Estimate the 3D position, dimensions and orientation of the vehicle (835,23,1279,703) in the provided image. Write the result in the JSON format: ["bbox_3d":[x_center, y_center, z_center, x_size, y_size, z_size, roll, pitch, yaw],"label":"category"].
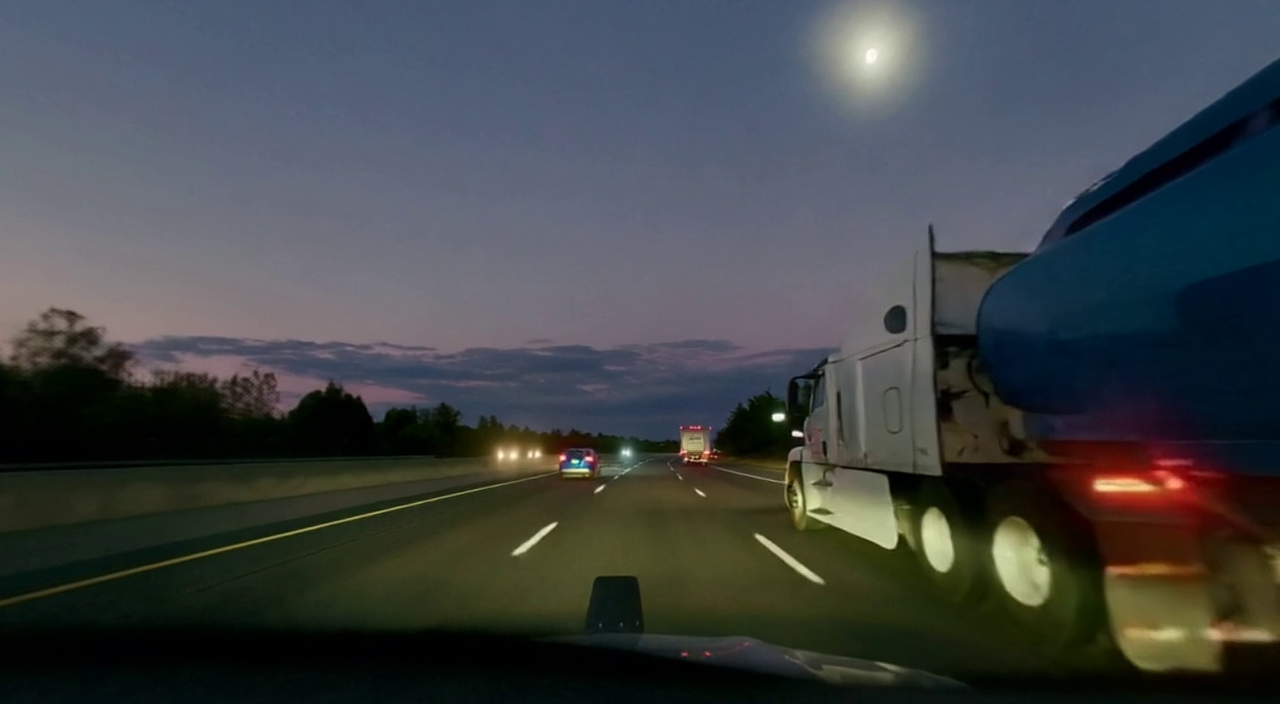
[{"bbox_3d":[4.311,0.113,1.911,2.868,3.427,14.032,0,-9,-1],"label":"vehicle"}]

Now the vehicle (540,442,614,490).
[{"bbox_3d":[-2.311,4.351,24.381,2.297,1.683,4.385,0,-9,2],"label":"vehicle"}]
